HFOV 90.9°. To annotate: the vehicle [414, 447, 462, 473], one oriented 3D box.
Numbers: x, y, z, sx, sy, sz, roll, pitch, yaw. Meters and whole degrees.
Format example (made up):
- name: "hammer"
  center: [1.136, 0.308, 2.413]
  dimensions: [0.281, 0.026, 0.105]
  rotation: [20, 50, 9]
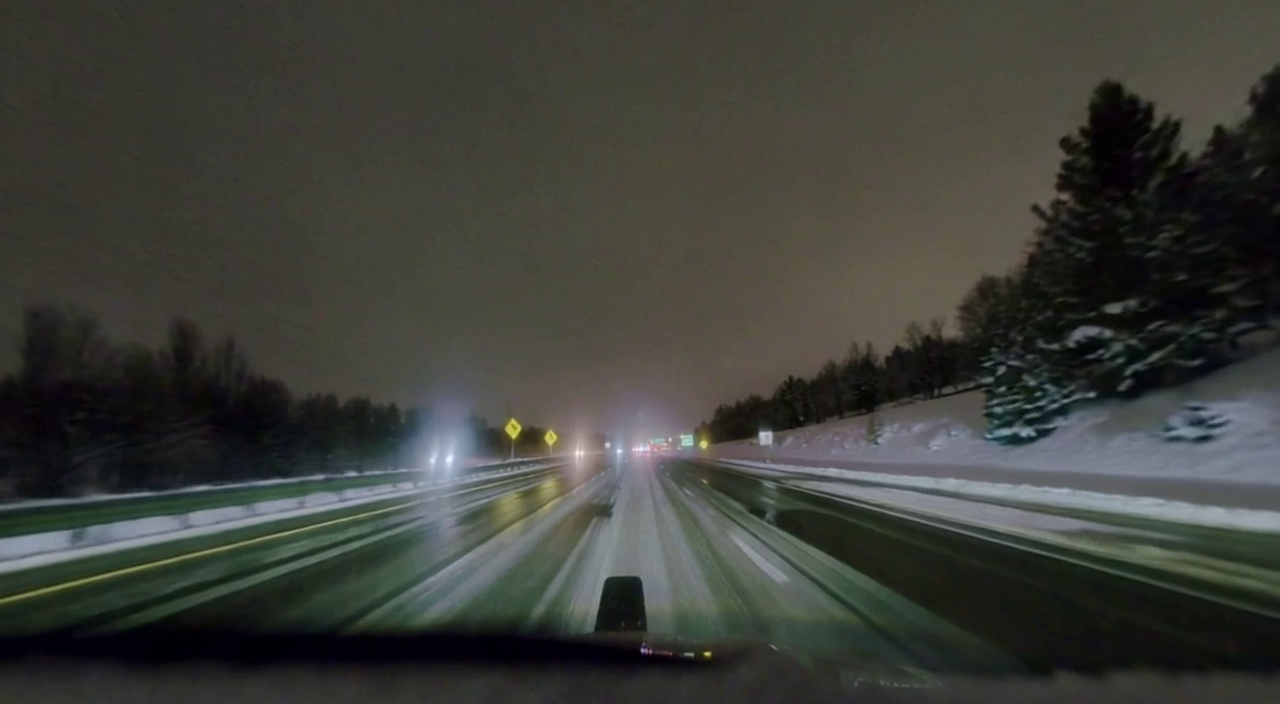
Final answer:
- name: "vehicle"
  center: [-15.477, 8.297, 48.561]
  dimensions: [2.051, 1.861, 4.741]
  rotation: [0, -9, 1]
